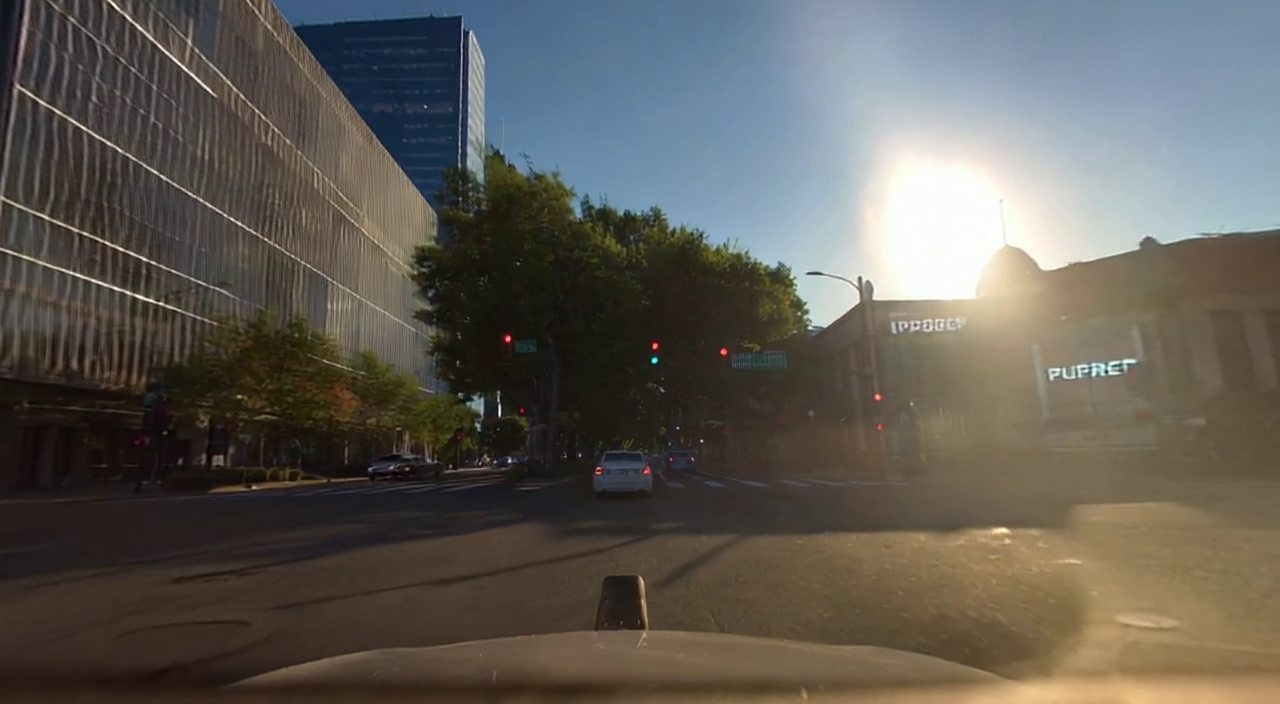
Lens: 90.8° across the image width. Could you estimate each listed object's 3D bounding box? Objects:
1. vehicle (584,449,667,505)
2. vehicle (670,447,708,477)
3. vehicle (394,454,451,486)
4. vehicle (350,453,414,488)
[{"bbox_3d":[-0.419,3.566,18.469,2.144,1.398,3.963,1,-8,-1],"label":"vehicle"},{"bbox_3d":[3.152,7.106,41.228,2.078,1.799,4.089,0,-8,-1],"label":"vehicle"},{"bbox_3d":[-12.651,6.871,36.987,2.000,1.507,4.286,-2,-7,-2],"label":"vehicle"},{"bbox_3d":[-16.098,7.360,39.729,2.119,1.815,4.795,-2,-7,-1],"label":"vehicle"}]
